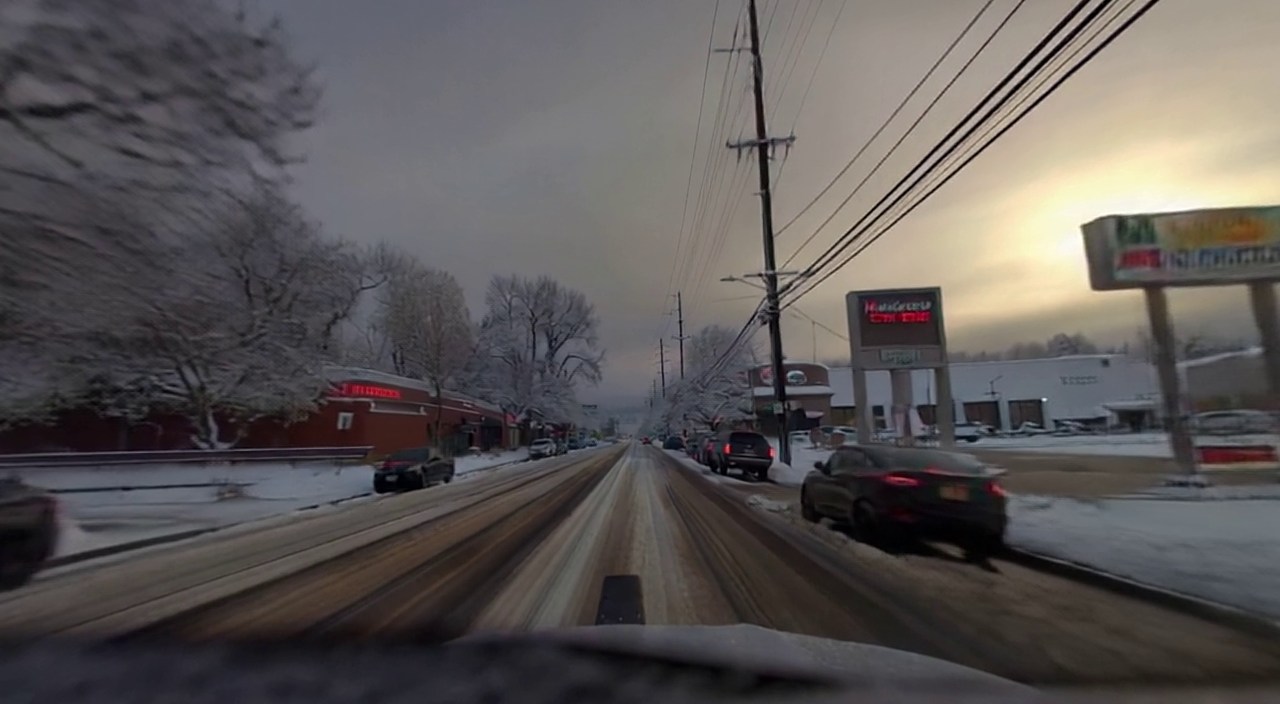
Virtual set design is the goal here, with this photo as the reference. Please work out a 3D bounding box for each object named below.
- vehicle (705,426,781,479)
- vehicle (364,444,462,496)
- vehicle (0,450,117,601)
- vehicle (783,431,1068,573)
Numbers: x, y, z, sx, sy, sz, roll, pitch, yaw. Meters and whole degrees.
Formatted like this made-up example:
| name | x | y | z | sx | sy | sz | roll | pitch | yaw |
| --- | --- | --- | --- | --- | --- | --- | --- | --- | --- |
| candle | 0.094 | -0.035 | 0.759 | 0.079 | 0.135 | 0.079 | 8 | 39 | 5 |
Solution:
| name | x | y | z | sx | sy | sz | roll | pitch | yaw |
| --- | --- | --- | --- | --- | --- | --- | --- | --- | --- |
| vehicle | 4.002 | 3.997 | 25.418 | 2.080 | 1.893 | 4.699 | 0 | -8 | -3 |
| vehicle | -7.802 | 4.045 | 22.147 | 1.872 | 1.455 | 4.350 | -4 | -8 | -1 |
| vehicle | -7.720 | 1.844 | 6.170 | 1.787 | 1.543 | 4.052 | -3 | -7 | 0 |
| vehicle | 3.648 | 1.978 | 9.279 | 1.990 | 1.521 | 4.693 | 0 | -8 | 0 |
